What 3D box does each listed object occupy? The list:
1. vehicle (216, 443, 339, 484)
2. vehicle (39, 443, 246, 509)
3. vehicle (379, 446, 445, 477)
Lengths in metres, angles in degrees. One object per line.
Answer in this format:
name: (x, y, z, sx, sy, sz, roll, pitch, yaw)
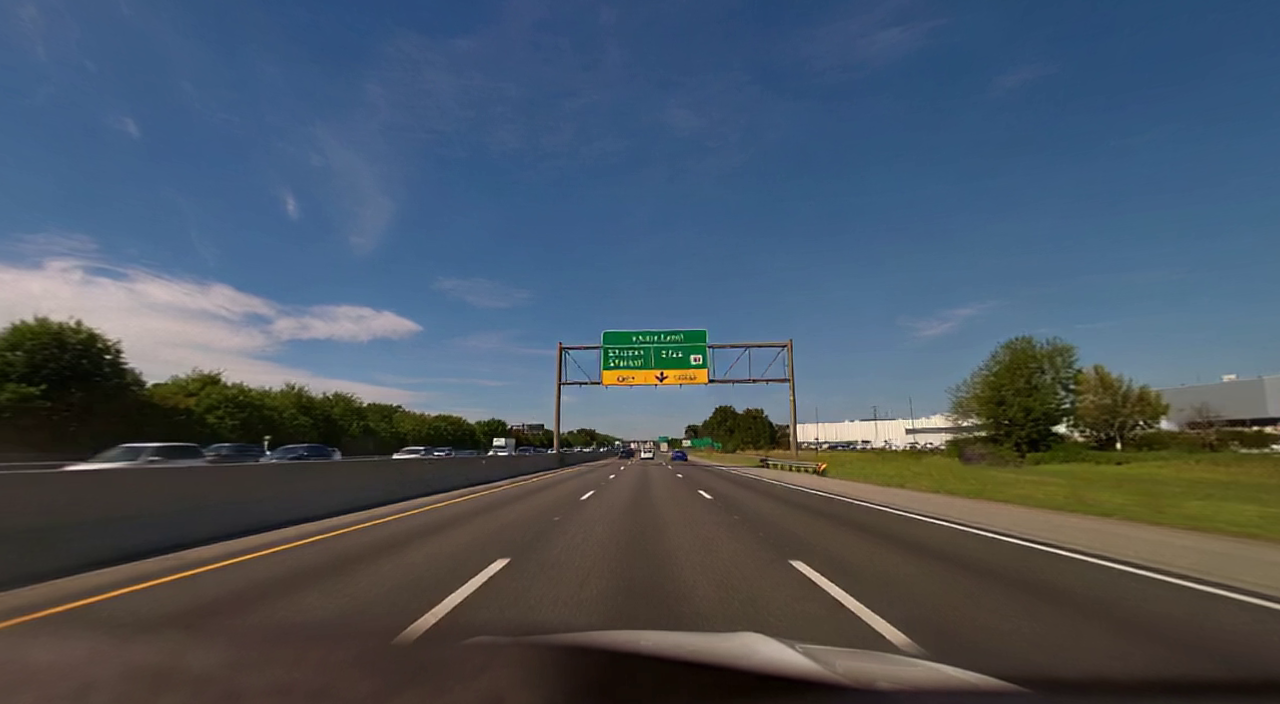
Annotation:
vehicle: (-16.026, 4.944, 28.335, 2.011, 1.641, 5.728, -1, -9, 1)
vehicle: (-12.547, 3.137, 16.348, 1.867, 1.454, 4.255, 0, -9, 0)
vehicle: (-11.808, 5.687, 32.947, 1.801, 1.449, 4.143, -1, -9, 1)
